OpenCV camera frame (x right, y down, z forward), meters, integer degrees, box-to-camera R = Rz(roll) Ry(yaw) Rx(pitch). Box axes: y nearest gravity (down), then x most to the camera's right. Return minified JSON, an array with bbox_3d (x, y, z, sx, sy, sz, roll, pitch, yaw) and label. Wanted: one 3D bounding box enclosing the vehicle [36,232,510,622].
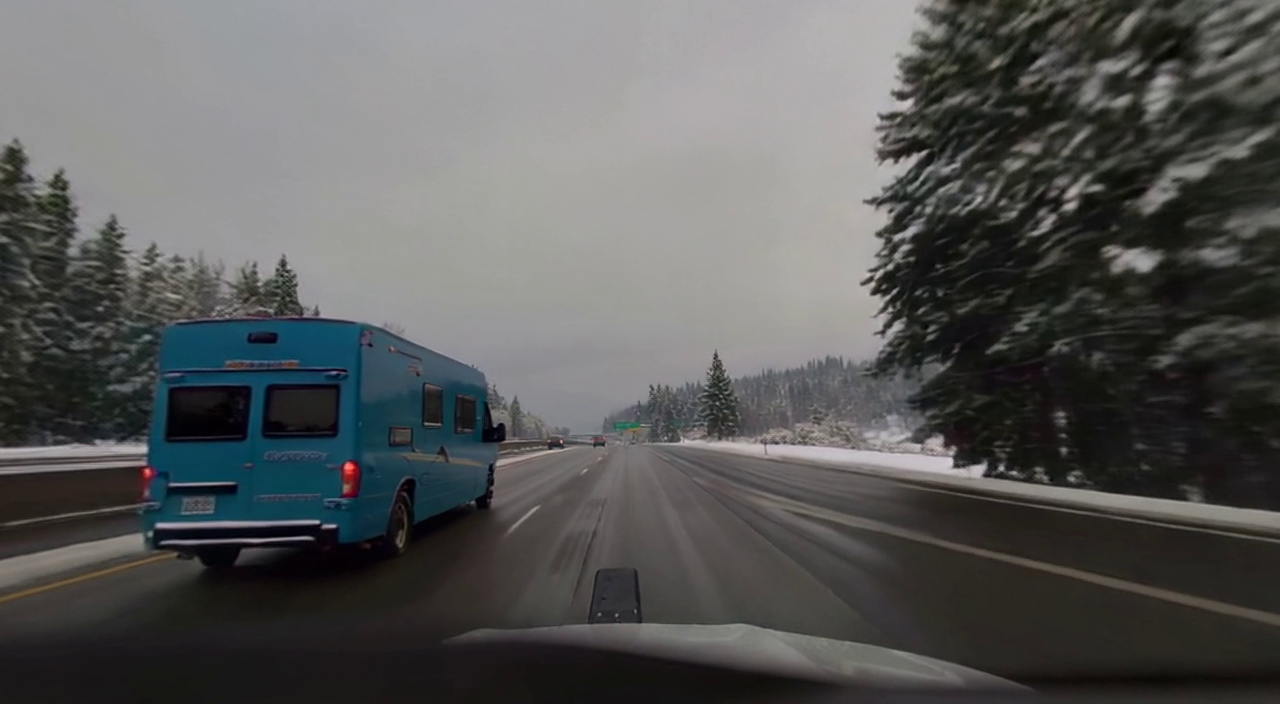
[{"bbox_3d":[-3.874,0.997,9.135,2.676,3.269,7.388,-2,-6,-2],"label":"vehicle"}]
